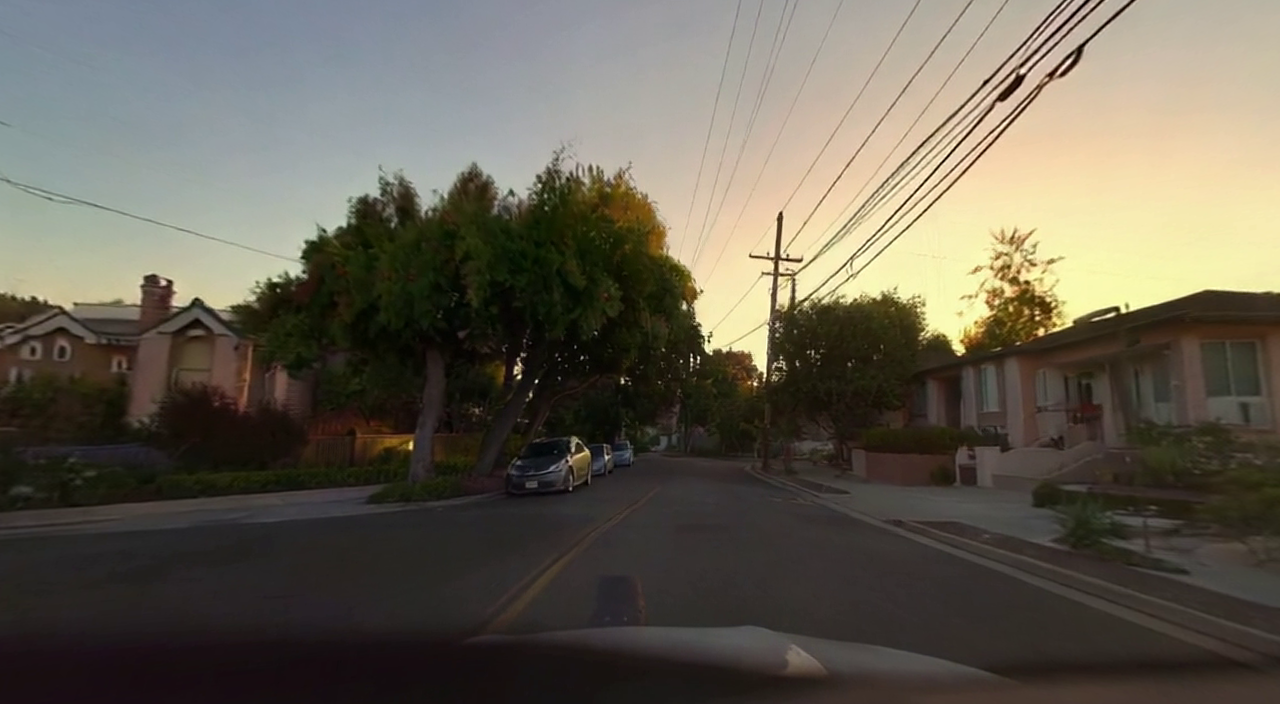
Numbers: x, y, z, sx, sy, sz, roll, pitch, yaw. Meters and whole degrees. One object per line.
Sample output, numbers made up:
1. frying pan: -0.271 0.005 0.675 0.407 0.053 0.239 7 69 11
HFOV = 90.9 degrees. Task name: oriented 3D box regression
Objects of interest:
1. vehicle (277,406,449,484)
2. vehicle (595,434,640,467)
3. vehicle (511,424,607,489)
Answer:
1. vehicle: -10.728 3.674 25.028 5.828 2.818 2.231 2 -9 -15
2. vehicle: -1.285 6.001 38.426 2.139 1.882 4.635 -1 -8 6
3. vehicle: -2.614 3.611 22.099 2.463 1.951 5.794 0 -8 2
